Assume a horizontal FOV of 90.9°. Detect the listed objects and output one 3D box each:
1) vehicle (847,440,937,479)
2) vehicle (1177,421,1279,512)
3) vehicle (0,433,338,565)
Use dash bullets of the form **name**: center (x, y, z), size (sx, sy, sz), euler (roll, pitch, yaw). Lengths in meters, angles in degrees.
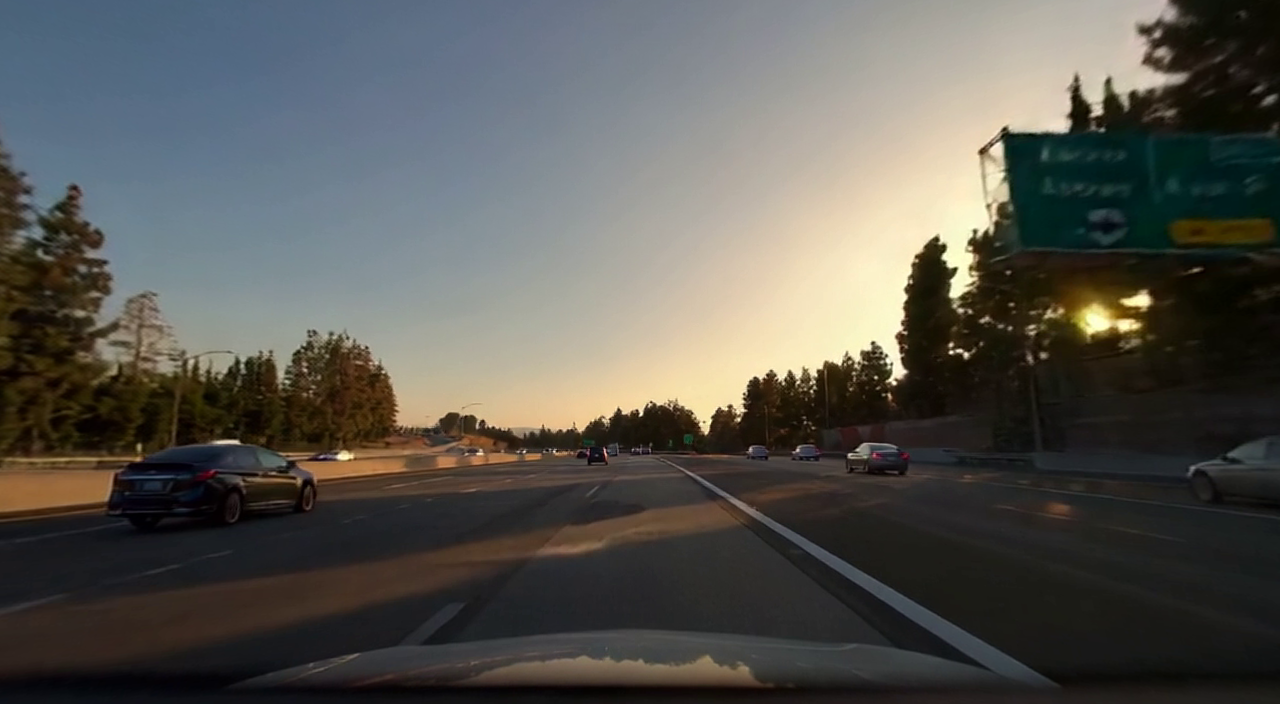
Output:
- **vehicle**: center (11.001, 4.713, 27.935), size (2.201, 1.535, 4.735), euler (0, -8, 3)
- **vehicle**: center (13.529, 2.214, 12.095), size (2.168, 1.753, 4.993), euler (0, -8, 3)
- **vehicle**: center (-6.766, 2.008, 9.508), size (2.038, 1.463, 4.656), euler (0, -8, 1)
